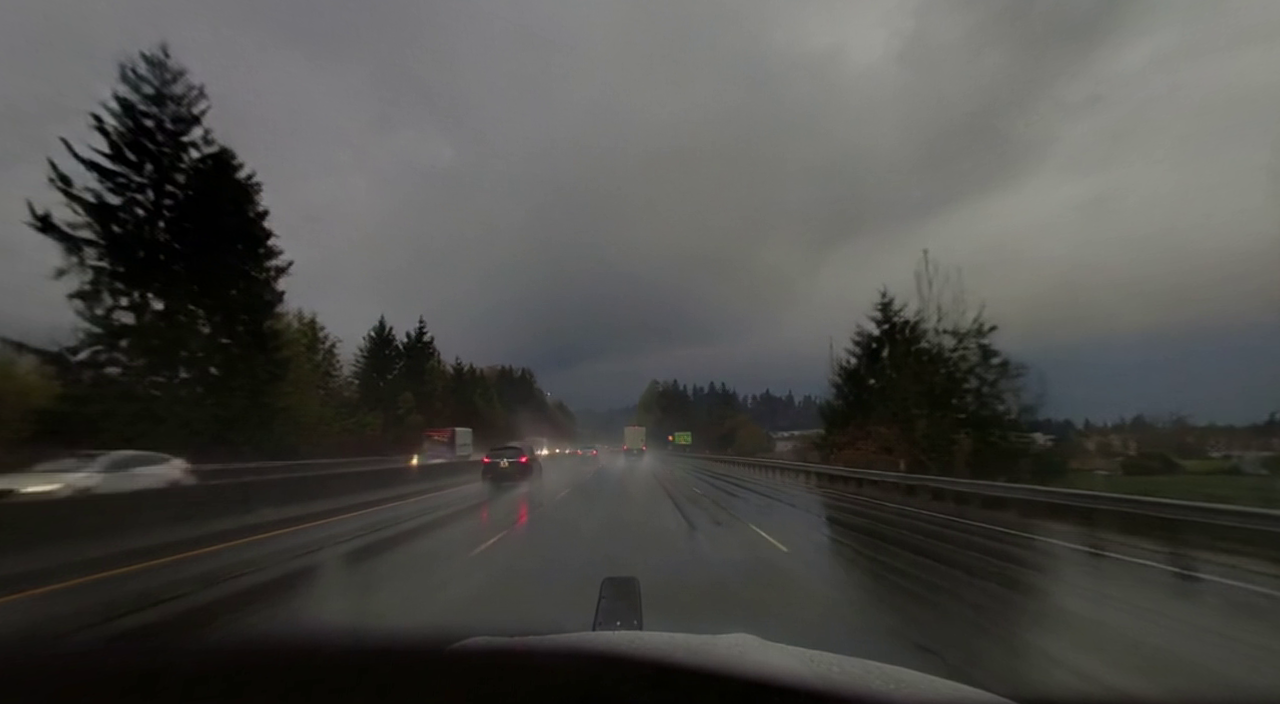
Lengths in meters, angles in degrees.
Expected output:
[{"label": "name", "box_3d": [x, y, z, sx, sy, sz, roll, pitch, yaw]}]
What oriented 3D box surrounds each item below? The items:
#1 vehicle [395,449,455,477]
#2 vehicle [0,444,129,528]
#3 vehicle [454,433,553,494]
[{"label": "vehicle", "box_3d": [-12.457, 6.408, 36.563, 1.914, 1.490, 4.545, 0, -9, 0]}, {"label": "vehicle", "box_3d": [-13.108, 2.650, 12.530, 1.955, 1.557, 4.567, -1, -9, -1]}, {"label": "vehicle", "box_3d": [-4.123, 3.454, 19.753, 2.151, 1.693, 4.201, -1, -9, 1]}]
